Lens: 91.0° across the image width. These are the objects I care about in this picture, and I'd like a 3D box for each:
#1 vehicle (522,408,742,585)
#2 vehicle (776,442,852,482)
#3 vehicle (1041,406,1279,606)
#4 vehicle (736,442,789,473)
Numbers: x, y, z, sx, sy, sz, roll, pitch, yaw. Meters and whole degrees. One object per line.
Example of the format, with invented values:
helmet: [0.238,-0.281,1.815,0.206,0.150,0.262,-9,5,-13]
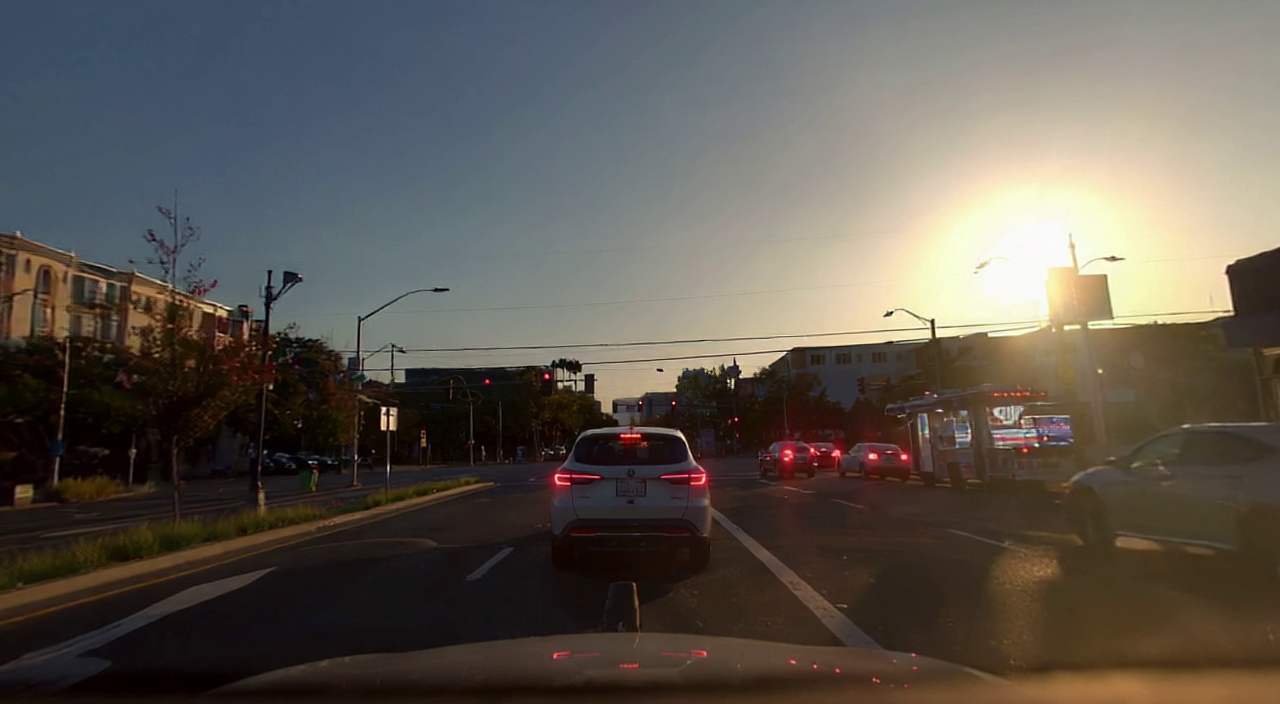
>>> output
vehicle: [-0.062,1.693,8.119,2.115,1.700,3.901,0,-8,1]
vehicle: [6.855,4.380,25.285,1.833,1.452,4.237,0,-8,0]
vehicle: [6.403,1.410,6.077,2.072,1.652,4.611,0,-8,1]
vehicle: [6.259,5.453,32.635,1.961,1.477,4.454,0,-9,2]
